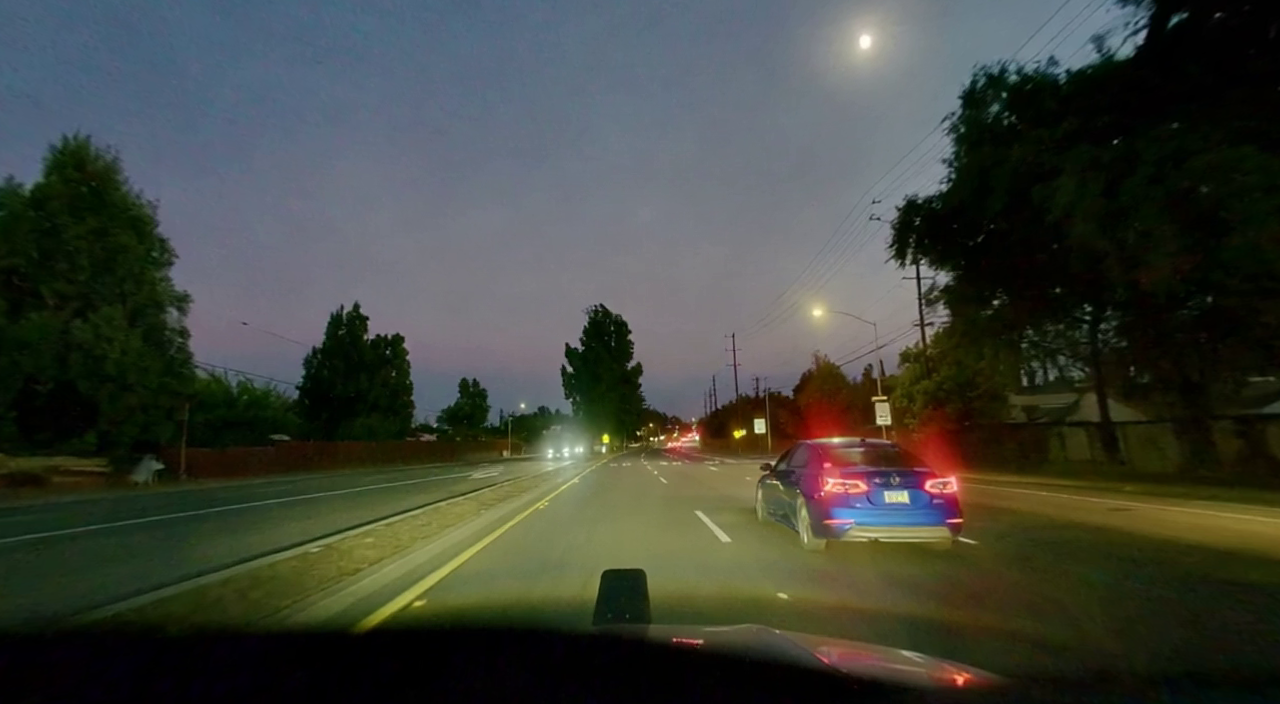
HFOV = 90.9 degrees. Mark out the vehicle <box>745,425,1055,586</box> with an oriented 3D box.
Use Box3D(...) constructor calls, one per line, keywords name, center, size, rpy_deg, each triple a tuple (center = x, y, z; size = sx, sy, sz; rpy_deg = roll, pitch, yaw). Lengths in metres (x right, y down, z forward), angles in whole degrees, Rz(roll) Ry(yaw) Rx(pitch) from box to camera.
Box3D(name="vehicle", center=(2.781, 1.741, 8.052), size=(2.063, 1.481, 4.247), rpy_deg=(0, -8, -1))
